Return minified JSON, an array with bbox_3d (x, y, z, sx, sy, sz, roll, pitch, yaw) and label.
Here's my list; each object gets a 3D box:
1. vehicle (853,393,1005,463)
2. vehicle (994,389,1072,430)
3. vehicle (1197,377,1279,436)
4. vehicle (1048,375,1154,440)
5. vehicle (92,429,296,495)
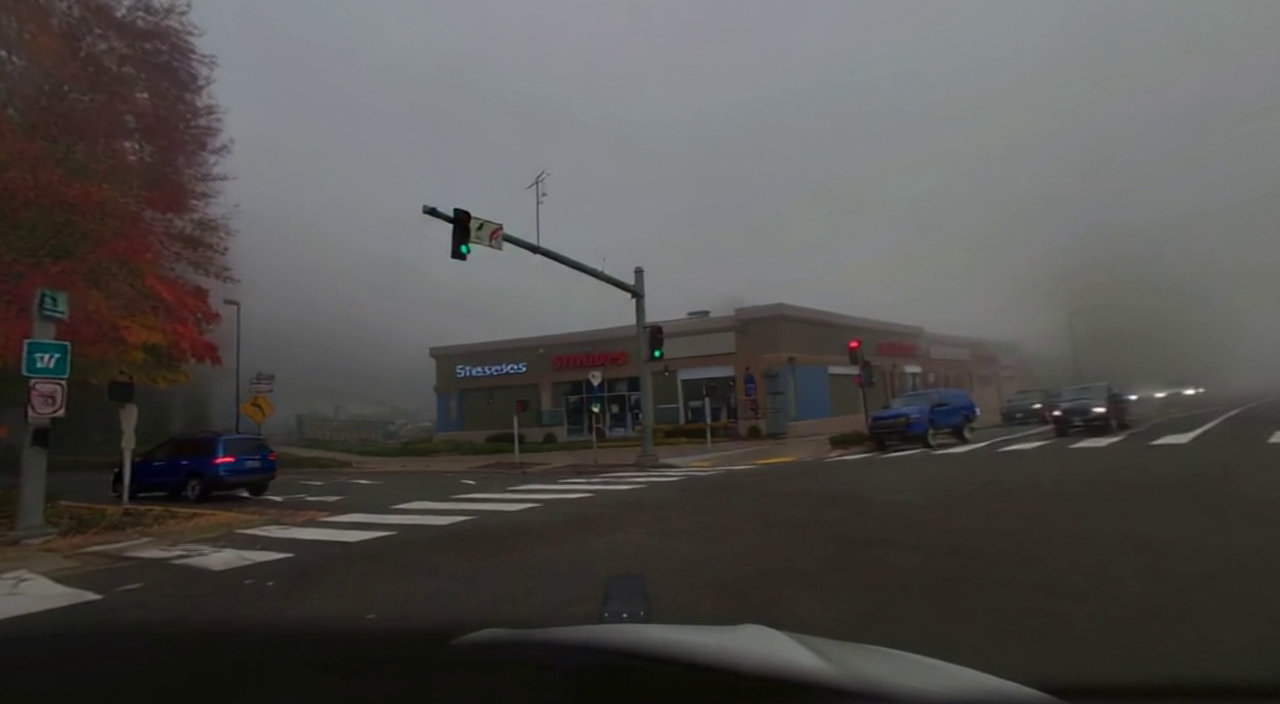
[{"bbox_3d":[9.701,2.420,20.868,5.787,1.834,2.524,2,-7,-44],"label":"vehicle"},{"bbox_3d":[19.330,2.878,30.906,2.247,1.808,4.945,-7,-10,42],"label":"vehicle"},{"bbox_3d":[19.757,1.861,20.749,1.991,1.688,4.793,-7,-10,41],"label":"vehicle"},{"bbox_3d":[16.208,2.020,22.046,2.331,1.971,4.946,-7,-10,41],"label":"vehicle"},{"bbox_3d":[-13.505,3.310,19.215,5.110,1.814,2.146,-3,-7,14],"label":"vehicle"}]
